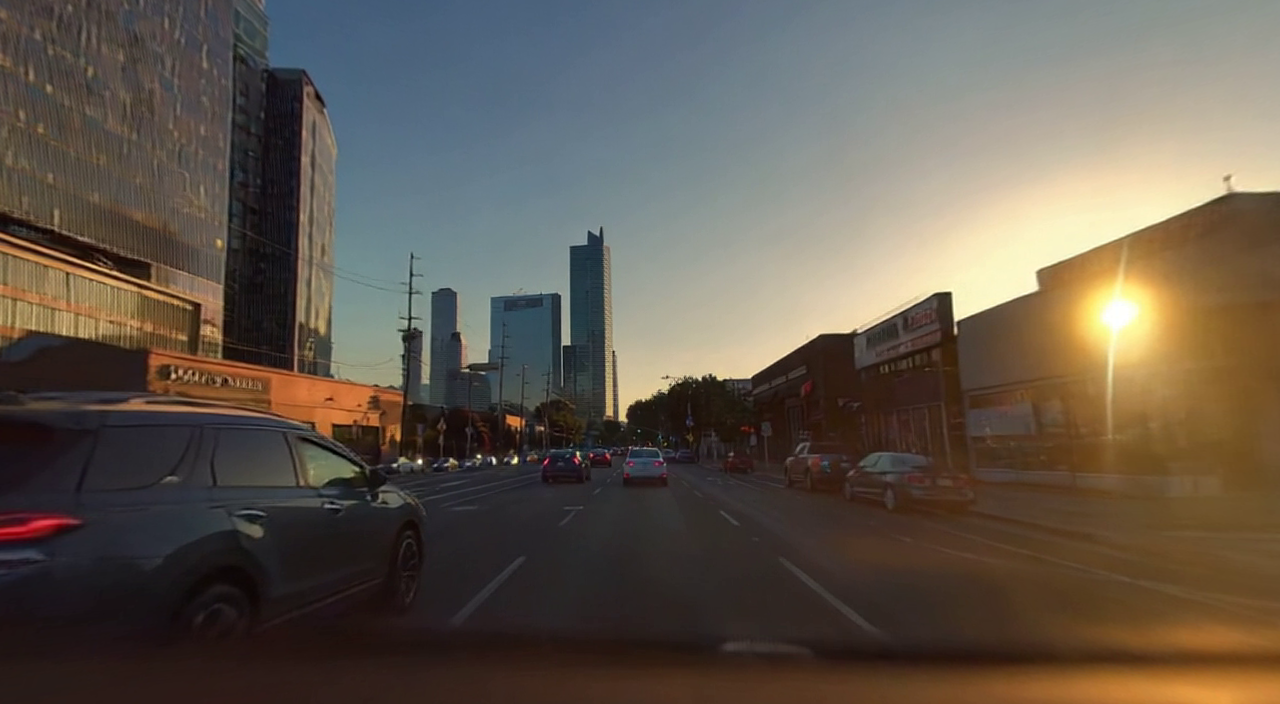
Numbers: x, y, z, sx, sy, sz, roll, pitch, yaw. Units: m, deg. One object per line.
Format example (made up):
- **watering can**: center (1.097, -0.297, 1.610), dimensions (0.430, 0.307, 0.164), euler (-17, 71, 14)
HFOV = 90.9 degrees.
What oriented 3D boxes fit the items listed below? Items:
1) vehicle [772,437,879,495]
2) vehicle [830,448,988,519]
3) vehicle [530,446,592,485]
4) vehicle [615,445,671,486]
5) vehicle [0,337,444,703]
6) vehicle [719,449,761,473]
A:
- **vehicle**: center (6.440, 4.022, 22.619), dimensions (2.159, 1.817, 5.056), euler (0, -9, -2)
- **vehicle**: center (6.362, 3.130, 15.576), dimensions (1.944, 1.462, 4.406), euler (0, -9, 0)
- **vehicle**: center (-3.169, 4.658, 26.242), dimensions (1.950, 1.450, 4.257), euler (0, -9, 1)
- **vehicle**: center (0.122, 4.431, 24.968), dimensions (2.037, 1.484, 4.073), euler (0, -9, 0)
- **vehicle**: center (-2.941, 1.064, 3.743), dimensions (2.049, 1.646, 4.445), euler (0, -9, 1)
- **vehicle**: center (6.801, 7.447, 43.334), dimensions (2.014, 1.495, 4.562), euler (0, -9, -1)
